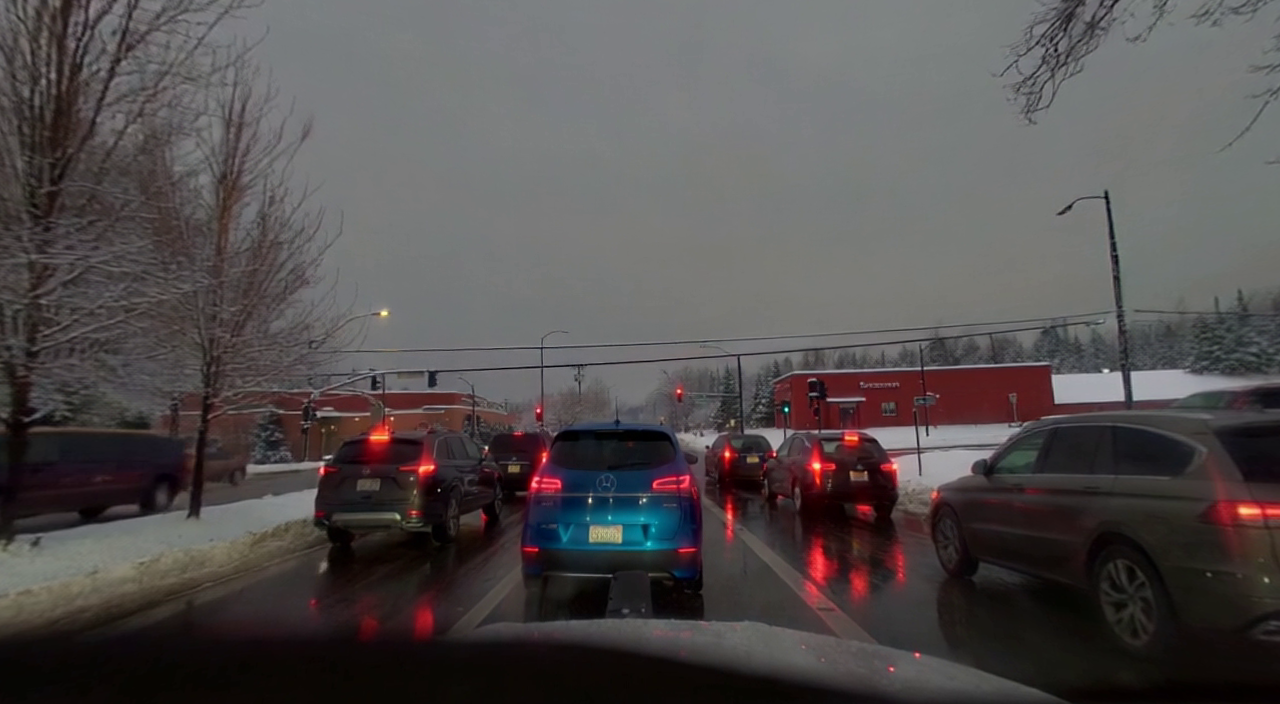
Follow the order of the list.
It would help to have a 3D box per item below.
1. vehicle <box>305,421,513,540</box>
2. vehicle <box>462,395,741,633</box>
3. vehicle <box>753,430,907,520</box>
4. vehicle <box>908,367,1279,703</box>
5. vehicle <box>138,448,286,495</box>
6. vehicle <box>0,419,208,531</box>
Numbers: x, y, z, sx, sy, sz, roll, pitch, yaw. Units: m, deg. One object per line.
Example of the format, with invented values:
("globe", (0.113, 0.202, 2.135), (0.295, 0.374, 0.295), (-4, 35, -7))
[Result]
("vehicle", (-3.767, 2.169, 11.279), (2.012, 1.701, 4.316), (0, -8, 1))
("vehicle", (-0.160, 1.471, 6.691), (2.022, 1.700, 4.084), (0, -8, 4))
("vehicle", (3.663, 2.428, 12.951), (1.847, 1.554, 3.885), (0, -8, -1))
("vehicle", (4.153, 1.264, 5.339), (2.014, 1.740, 4.515), (-1, -8, 4))
("vehicle", (-15.743, 4.386, 23.642), (2.057, 1.540, 4.884), (0, -8, 1))
("vehicle", (-12.223, 2.394, 12.663), (2.276, 1.926, 6.686), (0, -8, 1))
